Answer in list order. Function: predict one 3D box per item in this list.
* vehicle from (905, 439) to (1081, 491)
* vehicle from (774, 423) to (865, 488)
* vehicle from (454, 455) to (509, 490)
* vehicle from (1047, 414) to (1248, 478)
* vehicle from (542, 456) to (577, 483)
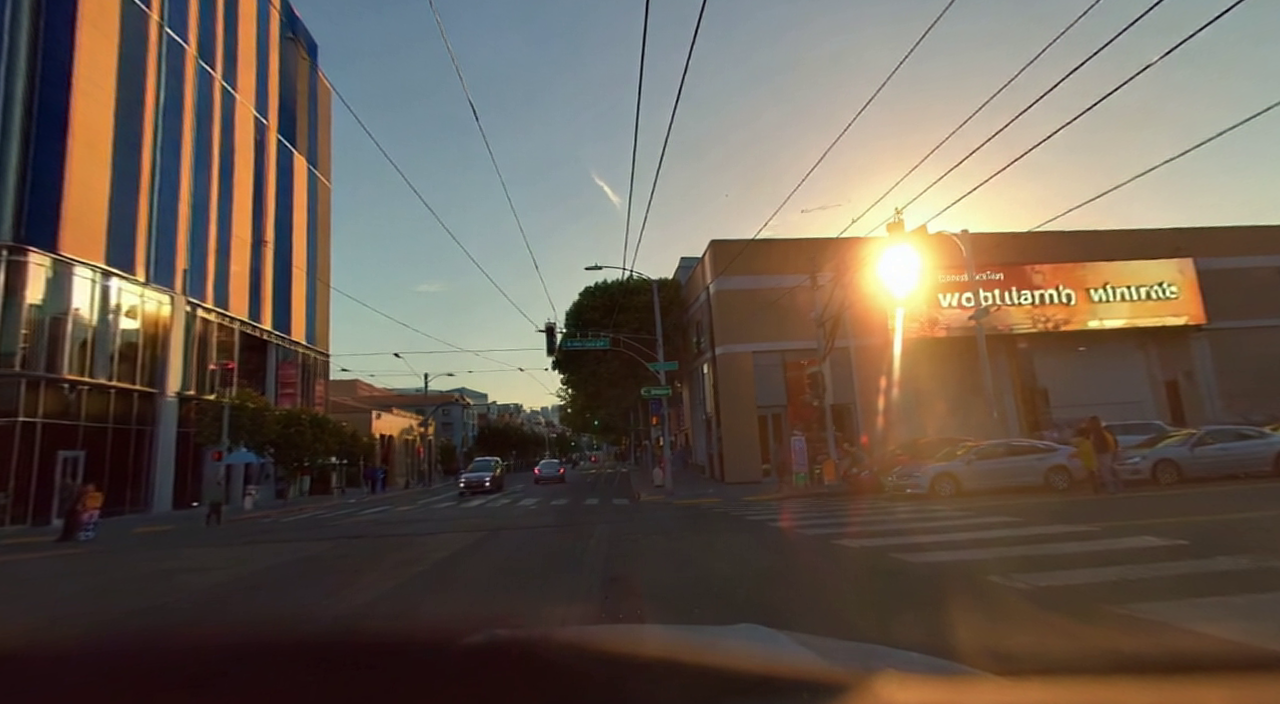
[{"bbox_3d":[11.185,3.572,20.166,4.697,1.510,1.596,0,-9,-5],"label":"vehicle"},{"bbox_3d":[7.295,4.204,26.232,2.316,2.425,4.466,1,-7,-2],"label":"vehicle"},{"bbox_3d":[-8.846,6.742,35.688,2.121,1.792,4.510,0,-9,-2],"label":"vehicle"},{"bbox_3d":[16.541,3.092,20.774,4.944,1.946,1.952,1,-9,-3],"label":"vehicle"},{"bbox_3d":[-4.953,7.283,39.300,1.797,1.490,4.549,0,-9,-3],"label":"vehicle"}]
